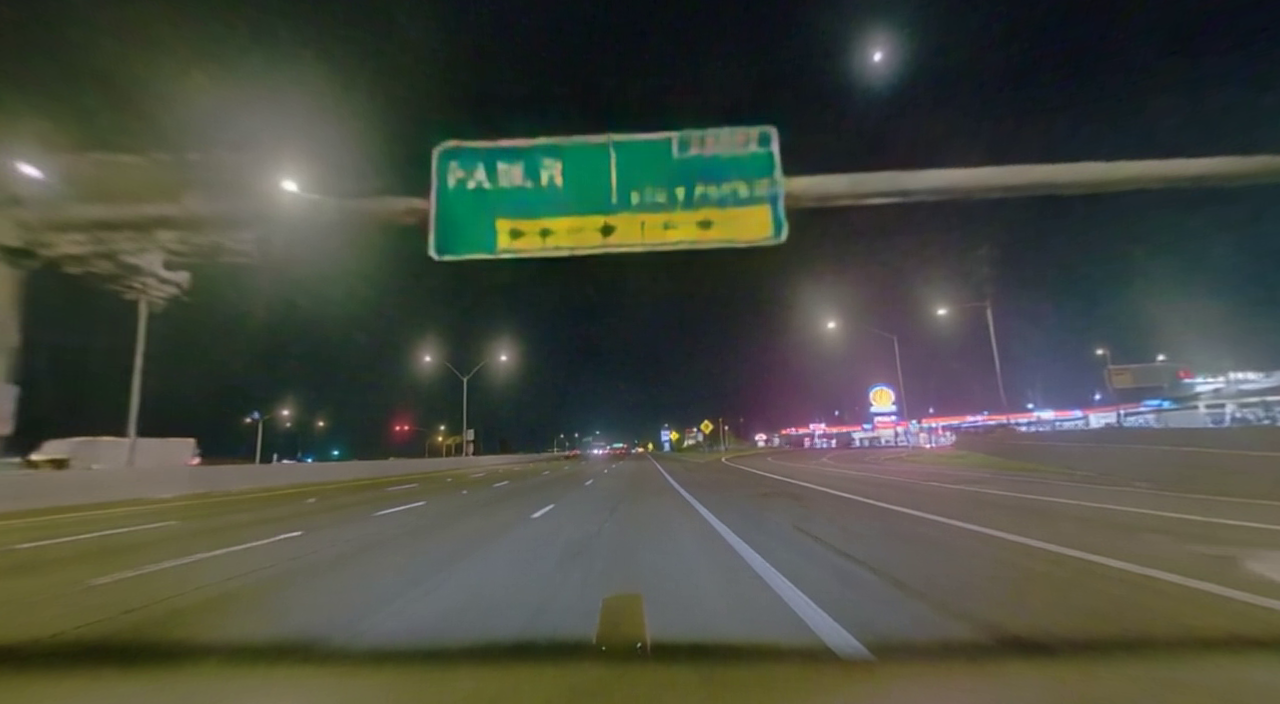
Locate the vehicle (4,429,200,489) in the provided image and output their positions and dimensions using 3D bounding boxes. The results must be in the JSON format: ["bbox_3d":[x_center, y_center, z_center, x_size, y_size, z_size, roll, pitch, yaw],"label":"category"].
[{"bbox_3d":[-31.597,6.356,37.880,2.984,3.100,9.755,0,-9,1],"label":"vehicle"}]
